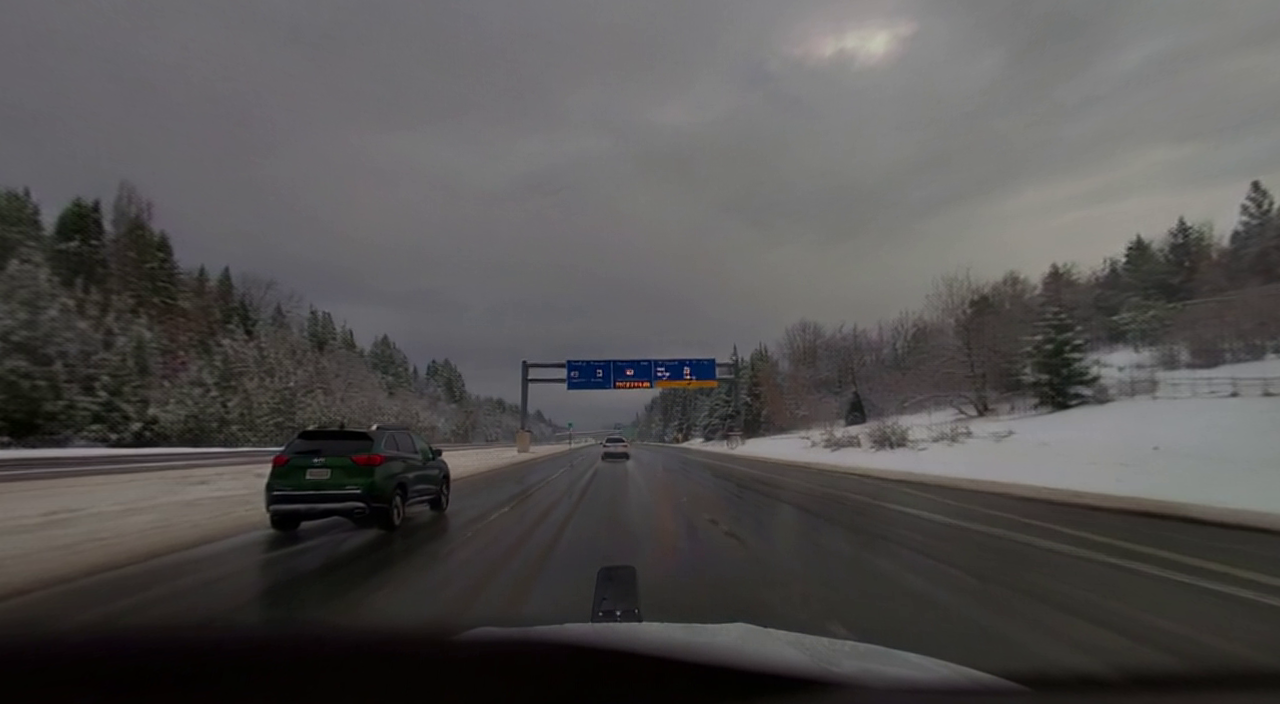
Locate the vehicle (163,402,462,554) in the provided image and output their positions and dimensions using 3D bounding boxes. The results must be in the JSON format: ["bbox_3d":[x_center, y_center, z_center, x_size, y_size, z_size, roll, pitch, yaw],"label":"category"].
[{"bbox_3d":[-4.327,1.722,9.395,2.111,1.689,4.505,0,-8,-1],"label":"vehicle"}]

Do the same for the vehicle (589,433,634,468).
[{"bbox_3d":[-1.341,4.652,29.964,2.010,1.534,4.013,0,-8,-2],"label":"vehicle"}]
